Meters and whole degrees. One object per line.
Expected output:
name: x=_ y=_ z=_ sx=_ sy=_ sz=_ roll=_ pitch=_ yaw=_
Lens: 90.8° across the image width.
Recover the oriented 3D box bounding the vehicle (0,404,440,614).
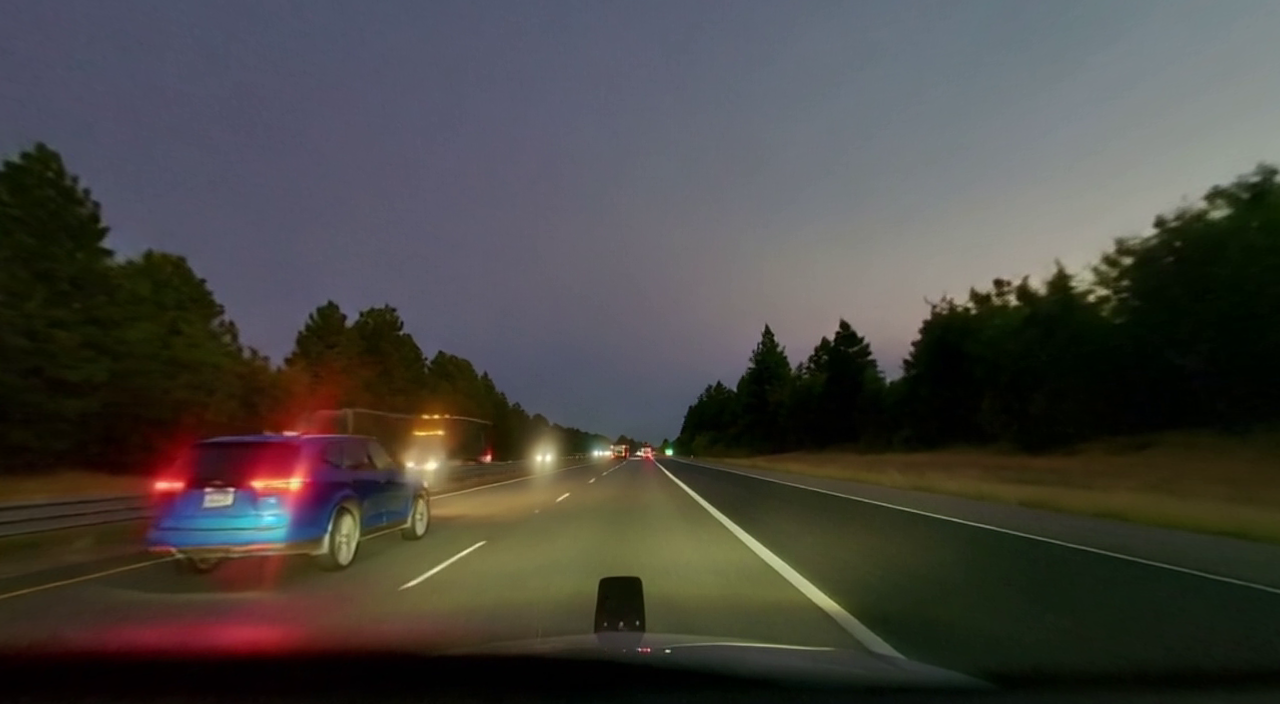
vehicle: x=-4.250 y=1.649 z=7.626 sx=2.110 sy=1.727 sz=4.607 roll=0 pitch=-8 yaw=0

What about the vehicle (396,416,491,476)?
vehicle: x=-12.753 y=6.281 z=42.222 sx=2.933 sy=3.457 sz=10.136 roll=0 pitch=-9 yaw=1
